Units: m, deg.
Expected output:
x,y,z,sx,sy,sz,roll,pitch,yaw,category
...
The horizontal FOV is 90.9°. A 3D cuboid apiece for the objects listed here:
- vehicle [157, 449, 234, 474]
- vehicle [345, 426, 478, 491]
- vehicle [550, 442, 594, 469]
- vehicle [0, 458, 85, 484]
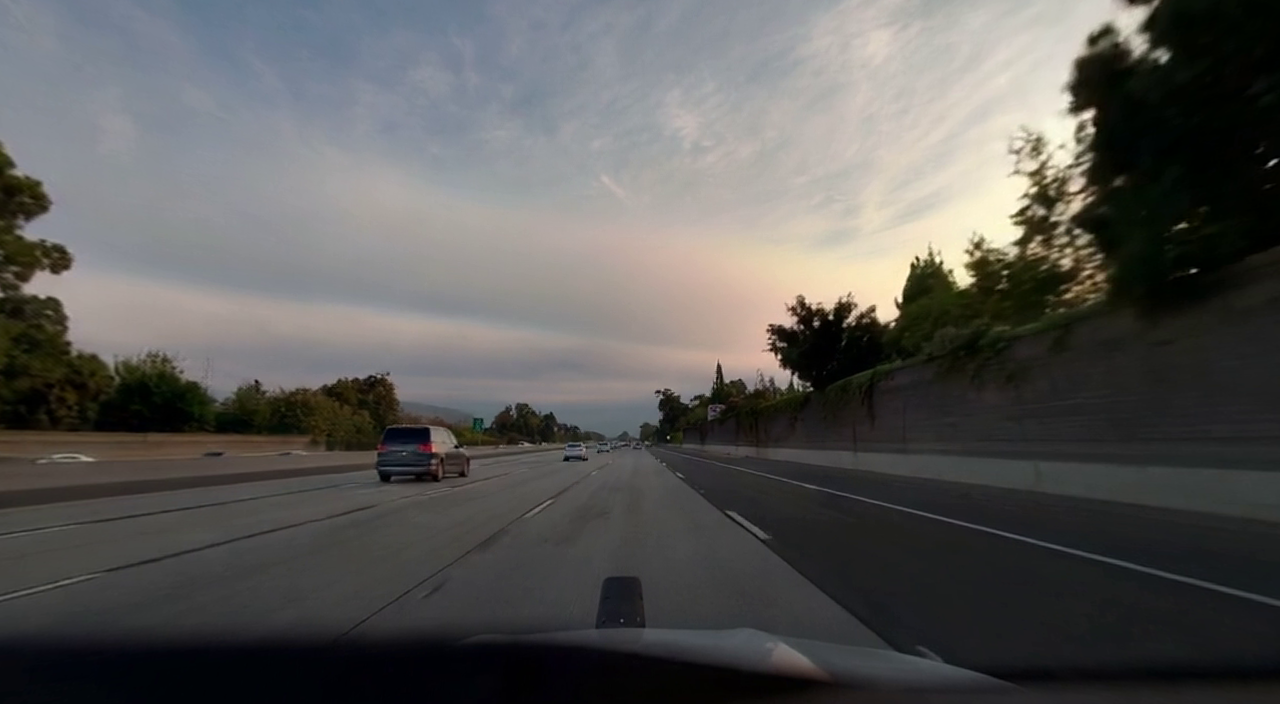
x,y,z,sx,sy,sz,roll,pitch,yaw,category
-29.241,7.193,41.637,1.798,1.475,4.485,0,-8,0,vehicle
-7.688,3.658,22.145,2.351,1.922,6.335,0,-8,0,vehicle
-3.946,6.050,37.158,2.106,1.452,4.525,0,-8,0,vehicle
-36.787,7.236,38.504,1.801,1.408,4.319,0,-8,0,vehicle
